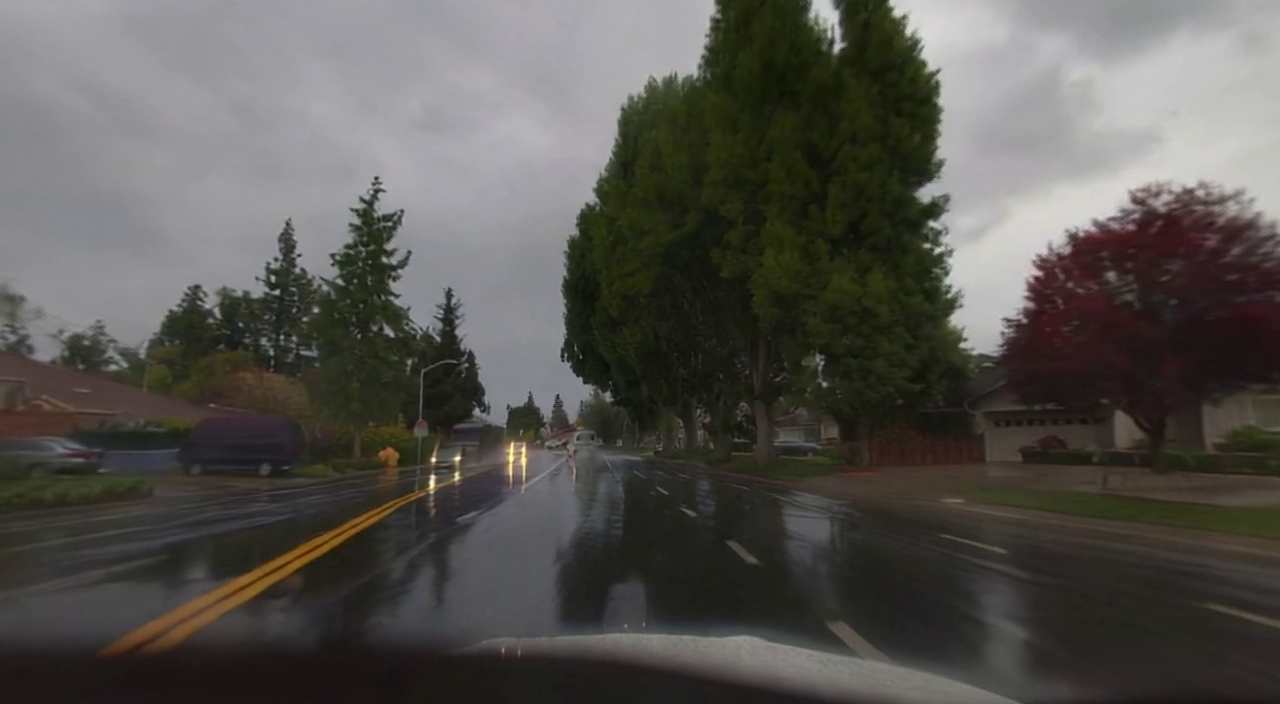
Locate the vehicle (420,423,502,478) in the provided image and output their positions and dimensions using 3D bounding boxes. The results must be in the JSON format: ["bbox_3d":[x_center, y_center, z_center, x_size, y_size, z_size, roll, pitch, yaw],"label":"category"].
[{"bbox_3d":[-7.332,4.100,26.368,2.281,2.069,4.797,1,-8,-4],"label":"vehicle"}]

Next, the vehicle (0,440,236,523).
[{"bbox_3d":[-12.028,2.944,14.954,1.881,1.655,4.177,0,-8,3],"label":"vehicle"}]

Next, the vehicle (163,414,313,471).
[{"bbox_3d":[-20.757,4.705,32.690,6.474,2.781,2.364,-1,-9,10],"label":"vehicle"}]
